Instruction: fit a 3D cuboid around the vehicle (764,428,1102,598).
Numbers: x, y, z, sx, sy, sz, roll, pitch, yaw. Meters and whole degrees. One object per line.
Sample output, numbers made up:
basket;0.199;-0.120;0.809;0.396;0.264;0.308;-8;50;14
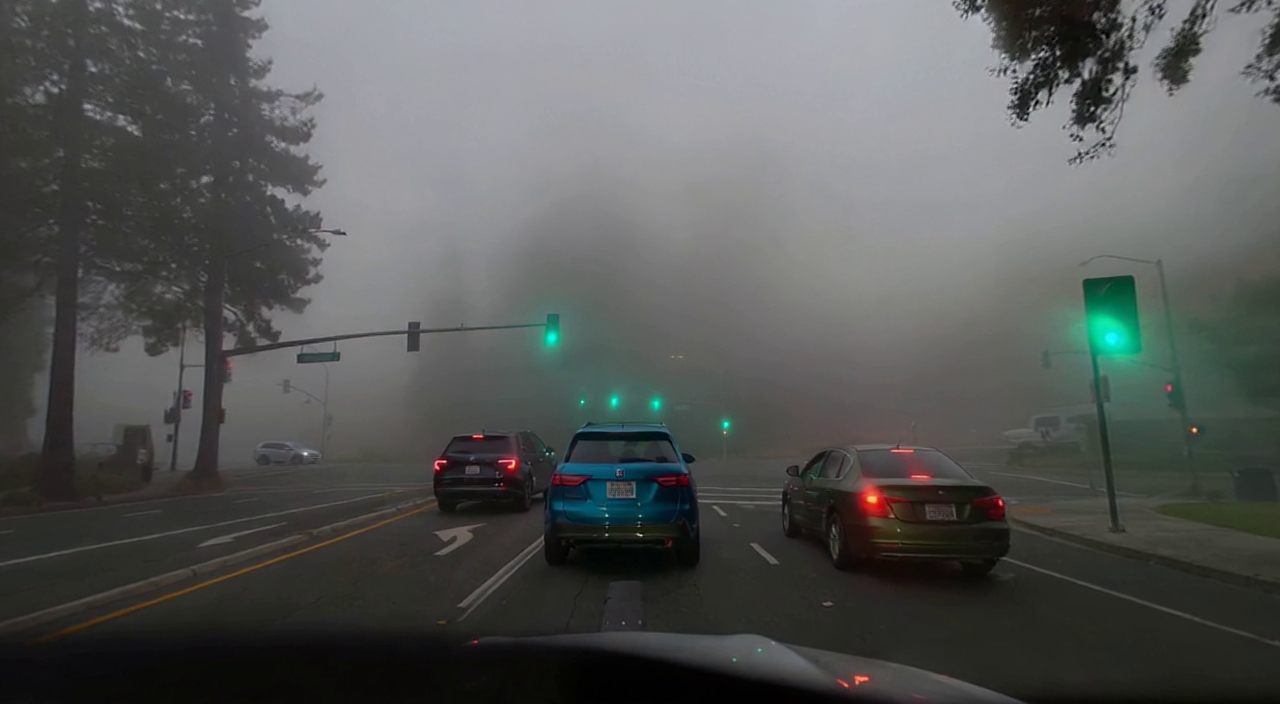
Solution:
vehicle;3.019;1.753;7.828;2.056;1.468;4.520;0;-8;0

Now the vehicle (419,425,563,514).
vehicle;-3.014;2.482;13.691;1.987;1.633;4.005;0;-8;3

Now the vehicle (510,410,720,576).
vehicle;-0.237;1.738;8.509;2.108;1.654;4.235;0;-8;1
